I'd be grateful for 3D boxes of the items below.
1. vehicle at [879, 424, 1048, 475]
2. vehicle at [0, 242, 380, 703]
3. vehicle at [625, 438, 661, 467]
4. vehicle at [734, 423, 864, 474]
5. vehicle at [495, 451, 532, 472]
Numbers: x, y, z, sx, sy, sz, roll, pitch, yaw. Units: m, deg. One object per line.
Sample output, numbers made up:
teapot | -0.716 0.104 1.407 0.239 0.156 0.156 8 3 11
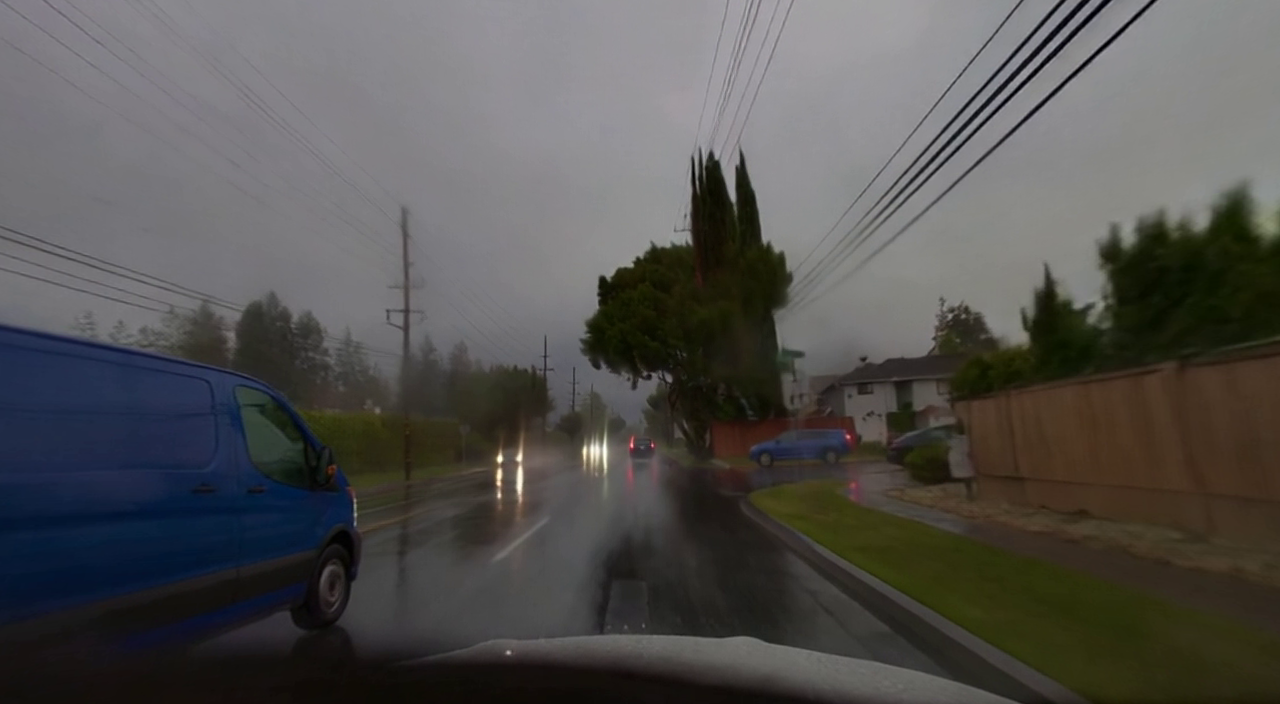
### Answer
vehicle | 10.177 3.099 20.099 4.295 1.505 1.918 0 -8 1
vehicle | -3.510 0.724 2.553 2.336 2.152 5.866 0 -8 1
vehicle | 0.185 6.234 39.262 2.120 1.718 3.909 0 -8 1
vehicle | 6.769 4.124 27.010 5.012 1.711 2.457 -7 -8 15
vehicle | -9.380 8.113 47.004 1.844 1.454 4.288 0 -8 1
